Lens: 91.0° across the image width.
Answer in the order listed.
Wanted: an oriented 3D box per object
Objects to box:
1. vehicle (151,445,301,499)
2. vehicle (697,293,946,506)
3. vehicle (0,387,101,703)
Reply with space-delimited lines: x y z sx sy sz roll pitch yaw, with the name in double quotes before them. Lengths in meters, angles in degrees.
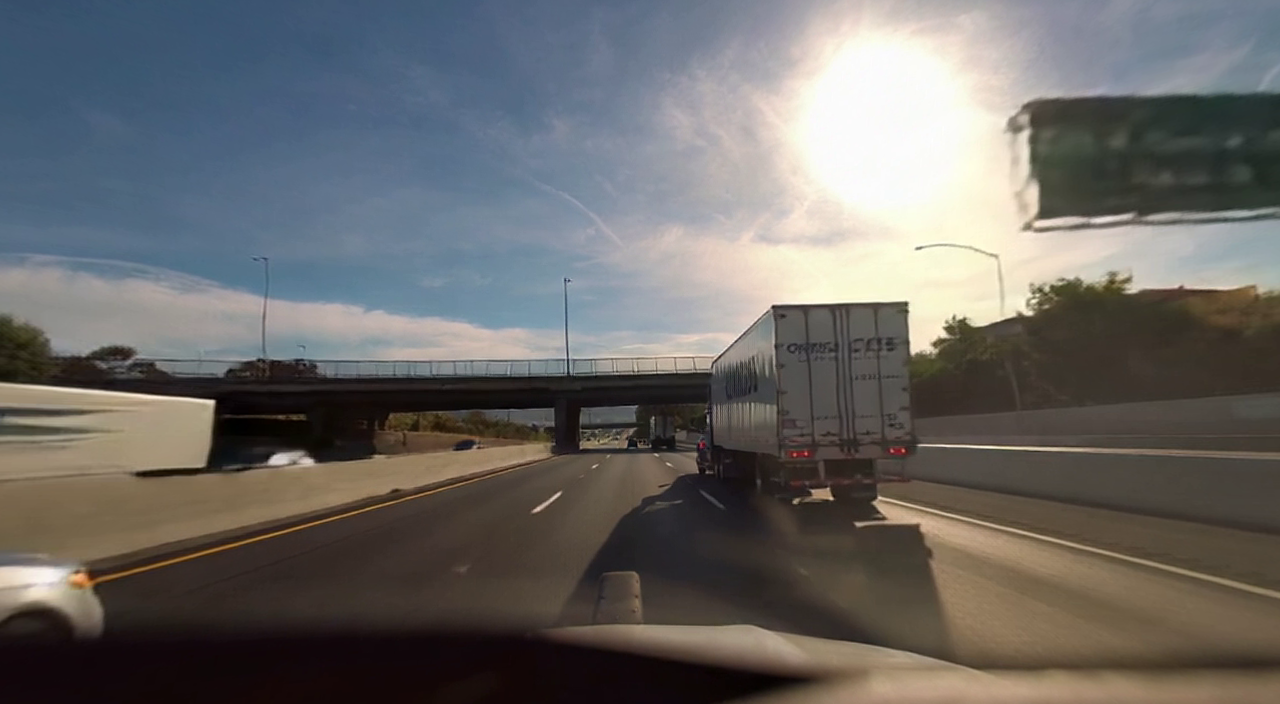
"vehicle" -12.851 3.700 19.934 1.811 1.446 4.376 0 -8 -1
"vehicle" 4.087 1.878 19.289 2.976 4.064 14.619 0 -8 -1
"vehicle" -3.555 0.679 0.864 1.990 1.520 4.100 0 -8 0
